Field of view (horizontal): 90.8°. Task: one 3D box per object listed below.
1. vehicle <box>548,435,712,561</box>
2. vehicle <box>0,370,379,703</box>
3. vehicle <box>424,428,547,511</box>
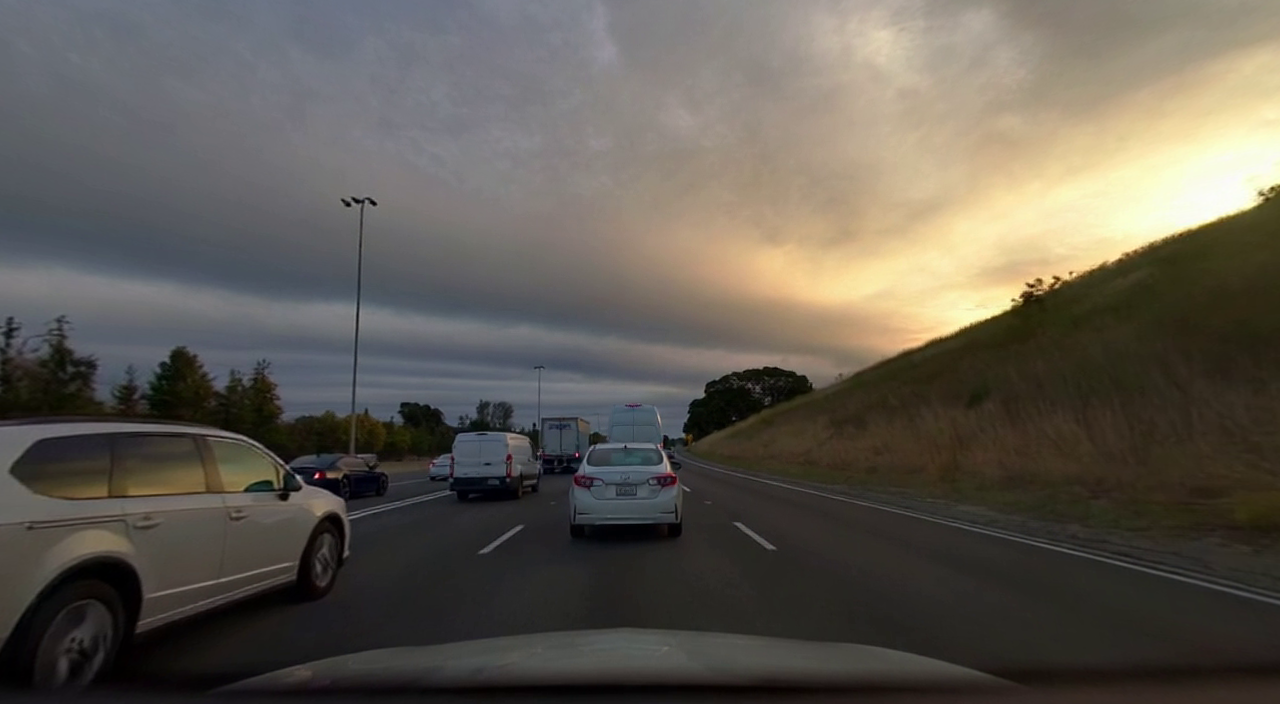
[{"bbox_3d":[-0.129,2.047,9.441,1.995,1.495,3.380,0,-9,0],"label":"vehicle"},{"bbox_3d":[-3.650,1.148,4.066,2.029,1.656,4.437,0,-9,0],"label":"vehicle"},{"bbox_3d":[-3.964,3.108,17.139,2.055,1.913,4.584,-1,-9,2],"label":"vehicle"}]
